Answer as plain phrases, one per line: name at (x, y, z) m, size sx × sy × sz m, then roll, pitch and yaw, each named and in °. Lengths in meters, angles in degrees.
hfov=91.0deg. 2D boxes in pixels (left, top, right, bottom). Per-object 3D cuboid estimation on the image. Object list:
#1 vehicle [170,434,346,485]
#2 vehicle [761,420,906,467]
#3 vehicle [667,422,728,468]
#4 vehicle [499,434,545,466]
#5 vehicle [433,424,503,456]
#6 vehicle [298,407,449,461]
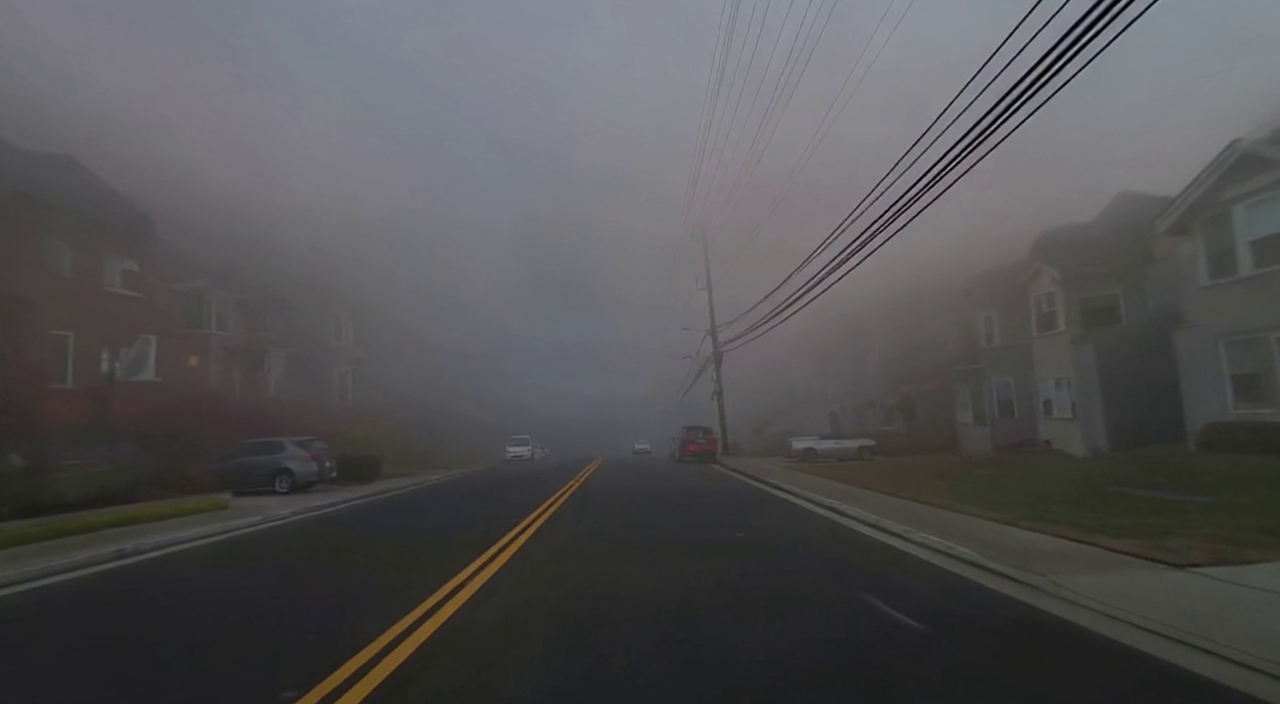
vehicle at (-12.280, 3.436, 20.461) m, size 4.484 × 1.538 × 1.901 m, roll 0°, pitch -7°, yaw 2°
vehicle at (7.213, 3.498, 23.902) m, size 4.893 × 1.642 × 1.874 m, roll 1°, pitch -10°, yaw 1°
vehicle at (2.536, 4.333, 29.429) m, size 2.277 × 1.917 × 5.495 m, roll 0°, pitch -8°, yaw -1°
vehicle at (-7.264, 6.002, 39.020) m, size 1.994 × 1.588 × 4.148 m, roll -5°, pitch -6°, yaw -1°
vehicle at (-12.802, 6.632, 47.097) m, size 4.662 × 2.140 × 2.117 m, roll 3°, pitch -9°, yaw -5°
vehicle at (-14.661, 4.561, 34.865) m, size 7.267 × 2.775 × 2.786 m, roll -2°, pitch -9°, yaw 12°
